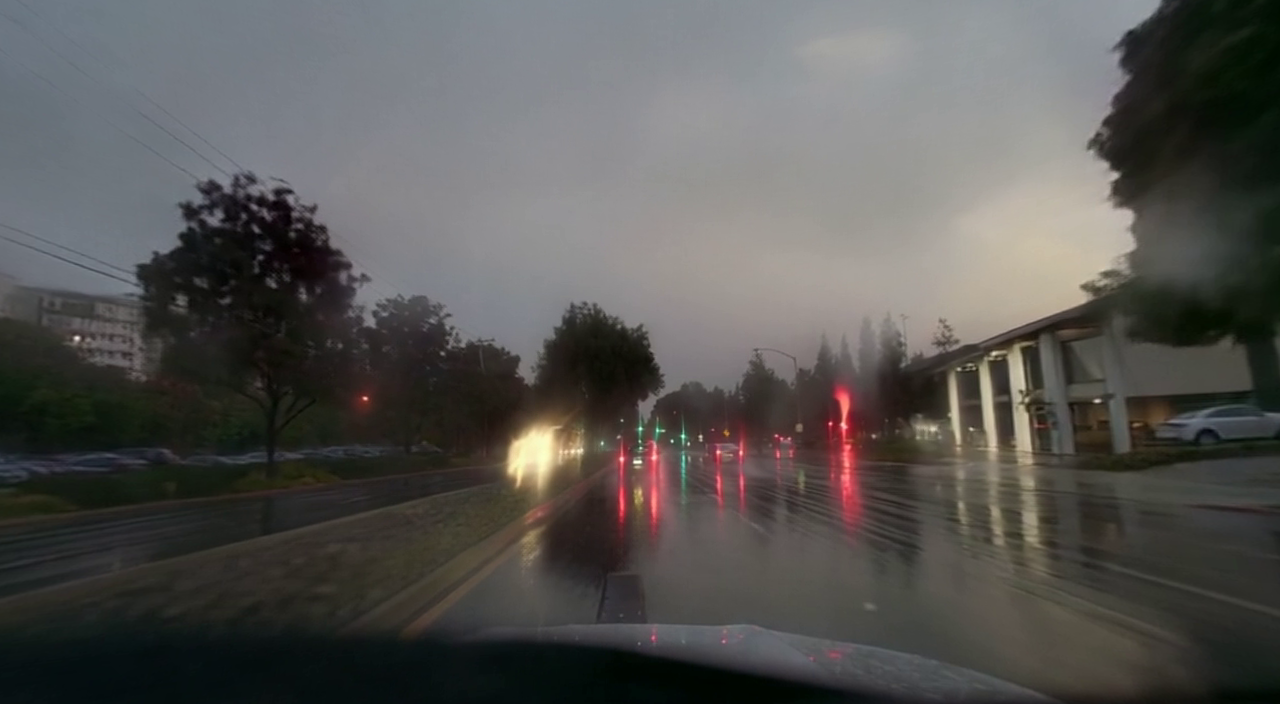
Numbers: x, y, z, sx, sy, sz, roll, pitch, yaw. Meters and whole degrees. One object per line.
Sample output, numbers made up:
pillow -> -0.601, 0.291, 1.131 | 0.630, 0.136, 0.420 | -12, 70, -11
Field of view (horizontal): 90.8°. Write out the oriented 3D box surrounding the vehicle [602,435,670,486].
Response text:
vehicle -> -0.110, 3.803, 22.485 | 2.181, 1.639, 4.127 | 0, -9, 1

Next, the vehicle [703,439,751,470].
vehicle -> 4.787, 5.694, 35.319 | 1.987, 1.613, 4.081 | 0, -9, -1

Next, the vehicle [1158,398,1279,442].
vehicle -> 22.502, 2.525, 23.580 | 4.531, 1.432, 1.949 | -3, -9, -1

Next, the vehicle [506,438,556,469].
vehicle -> -6.562, 6.181, 38.611 | 2.174, 1.802, 4.591 | 0, -9, 0
